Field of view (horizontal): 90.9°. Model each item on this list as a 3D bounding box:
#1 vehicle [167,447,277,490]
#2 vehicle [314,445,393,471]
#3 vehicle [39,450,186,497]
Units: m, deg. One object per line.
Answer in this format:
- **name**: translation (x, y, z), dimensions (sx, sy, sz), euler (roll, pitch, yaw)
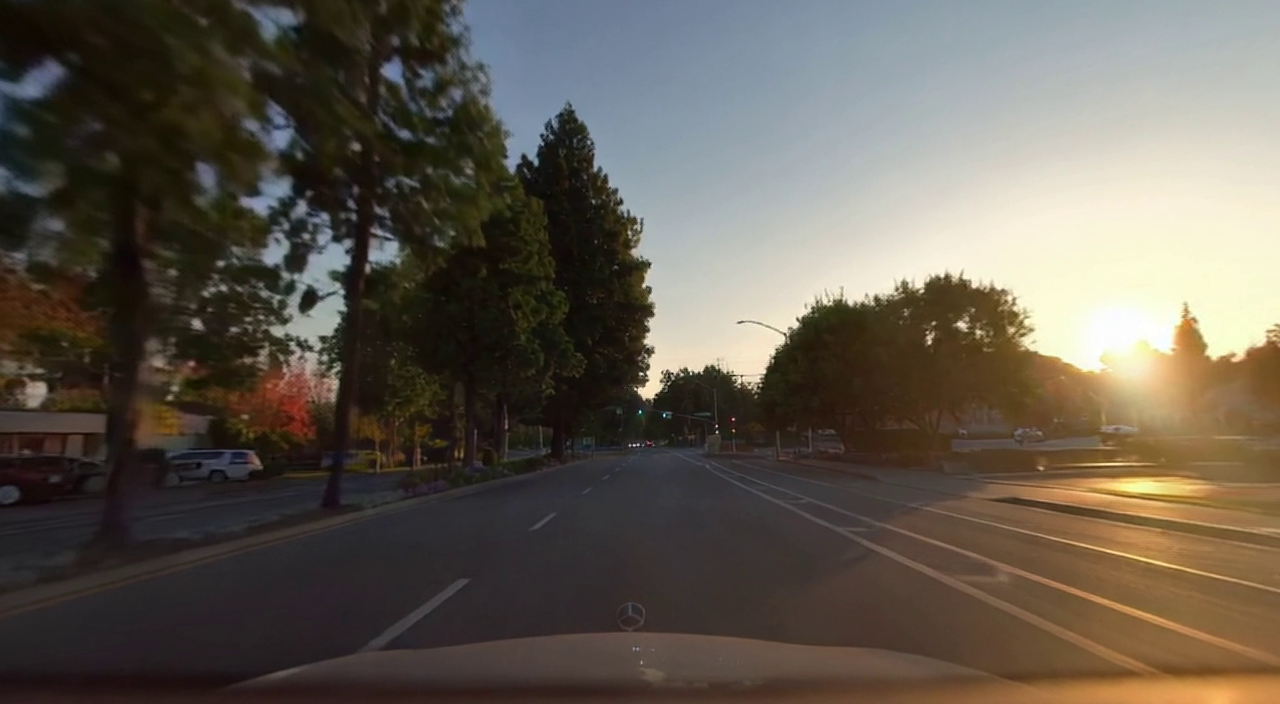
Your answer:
- **vehicle**: translation (-24.180, 6.712, 36.594), dimensions (5.040, 2.072, 1.949), euler (-3, -6, 0)
- **vehicle**: translation (-22.584, 8.344, 49.865), dimensions (5.215, 1.887, 2.213), euler (0, -9, -8)
- **vehicle**: translation (-23.758, 5.460, 28.526), dimensions (4.634, 1.977, 2.282), euler (-1, -9, 3)
